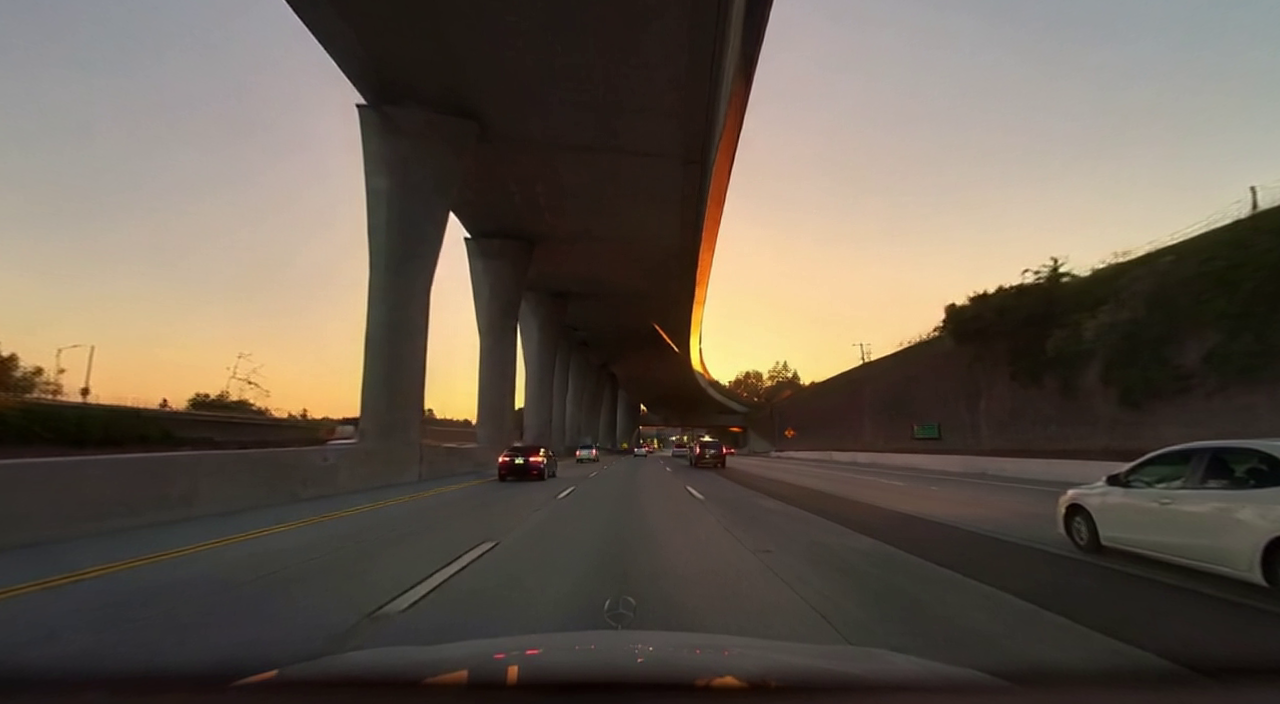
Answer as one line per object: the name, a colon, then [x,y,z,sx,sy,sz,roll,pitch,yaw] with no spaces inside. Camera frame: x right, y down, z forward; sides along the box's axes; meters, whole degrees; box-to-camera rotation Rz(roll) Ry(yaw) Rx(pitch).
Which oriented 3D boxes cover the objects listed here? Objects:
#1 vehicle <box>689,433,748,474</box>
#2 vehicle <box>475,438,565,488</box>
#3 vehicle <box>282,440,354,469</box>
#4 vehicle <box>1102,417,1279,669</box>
vehicle: [3.514,4.652,29.113,2.072,1.761,4.242,0,-8,-2]
vehicle: [-3.902,3.669,21.338,1.997,1.476,4.703,0,-8,2]
vehicle: [-18.878,6.000,37.258,2.124,1.591,4.419,0,-8,-3]
vehicle: [4.731,1.016,2.957,1.989,1.472,4.322,0,-8,3]
